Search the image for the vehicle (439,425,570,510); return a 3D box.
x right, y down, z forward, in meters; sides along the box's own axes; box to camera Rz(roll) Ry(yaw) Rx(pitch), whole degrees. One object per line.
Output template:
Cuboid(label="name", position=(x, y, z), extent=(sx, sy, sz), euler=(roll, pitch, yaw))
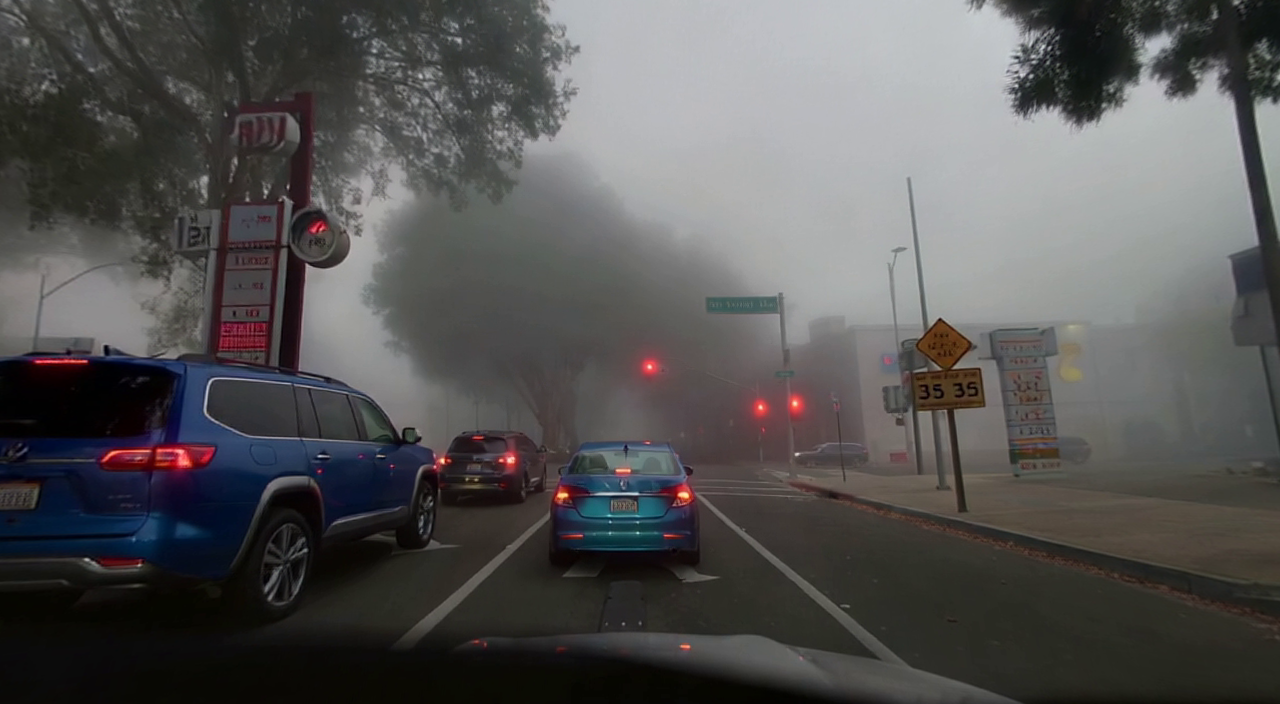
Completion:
Cuboid(label="vehicle", position=(-2.931, 2.604, 14.604), extent=(2.047, 1.664, 4.148), euler=(0, -8, 1))

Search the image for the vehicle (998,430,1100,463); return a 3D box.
Cuboid(label="vehicle", position=(22.472, 5.235, 34.679), extent=(4.116, 1.719, 2.069), euler=(-2, -9, 10))

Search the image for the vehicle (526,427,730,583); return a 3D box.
Cuboid(label="vehicle", position=(-0.158, 1.790, 8.197), extent=(1.966, 1.481, 4.146), euler=(0, -8, -1))

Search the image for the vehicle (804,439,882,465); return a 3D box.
Cuboid(label="vehicle", position=(11.565, 5.748, 36.045), extent=(3.924, 1.447, 2.039), euler=(-1, -9, 8))

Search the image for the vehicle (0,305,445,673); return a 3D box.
Cuboid(label="vehicle", position=(-3.825, 1.136, 6.206), extent=(2.152, 2.118, 5.066), euler=(0, -8, 0))
